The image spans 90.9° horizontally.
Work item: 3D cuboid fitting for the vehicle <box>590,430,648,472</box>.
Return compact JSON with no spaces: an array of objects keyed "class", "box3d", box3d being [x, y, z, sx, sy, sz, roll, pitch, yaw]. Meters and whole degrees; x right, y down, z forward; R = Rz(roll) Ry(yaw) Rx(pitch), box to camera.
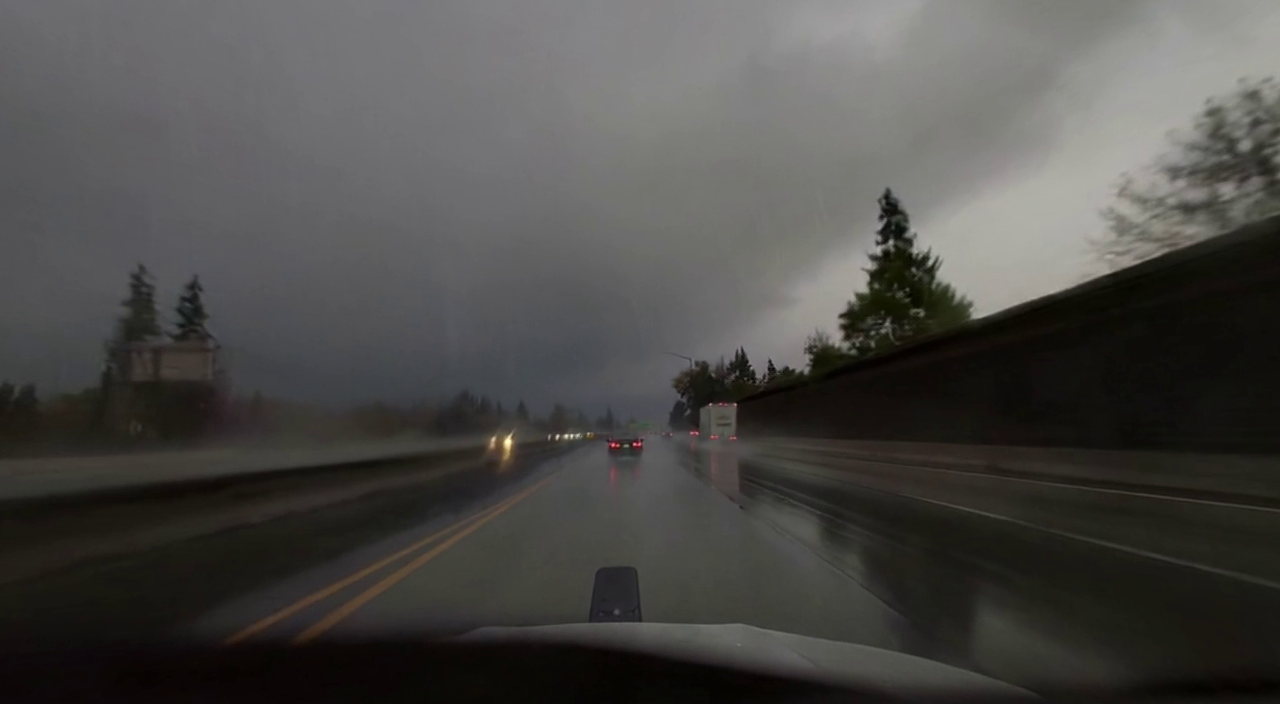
[{"class":"vehicle","box3d":[-0.817,3.854,24.762,2.119,1.480,4.000,0,-8,-2]}]
